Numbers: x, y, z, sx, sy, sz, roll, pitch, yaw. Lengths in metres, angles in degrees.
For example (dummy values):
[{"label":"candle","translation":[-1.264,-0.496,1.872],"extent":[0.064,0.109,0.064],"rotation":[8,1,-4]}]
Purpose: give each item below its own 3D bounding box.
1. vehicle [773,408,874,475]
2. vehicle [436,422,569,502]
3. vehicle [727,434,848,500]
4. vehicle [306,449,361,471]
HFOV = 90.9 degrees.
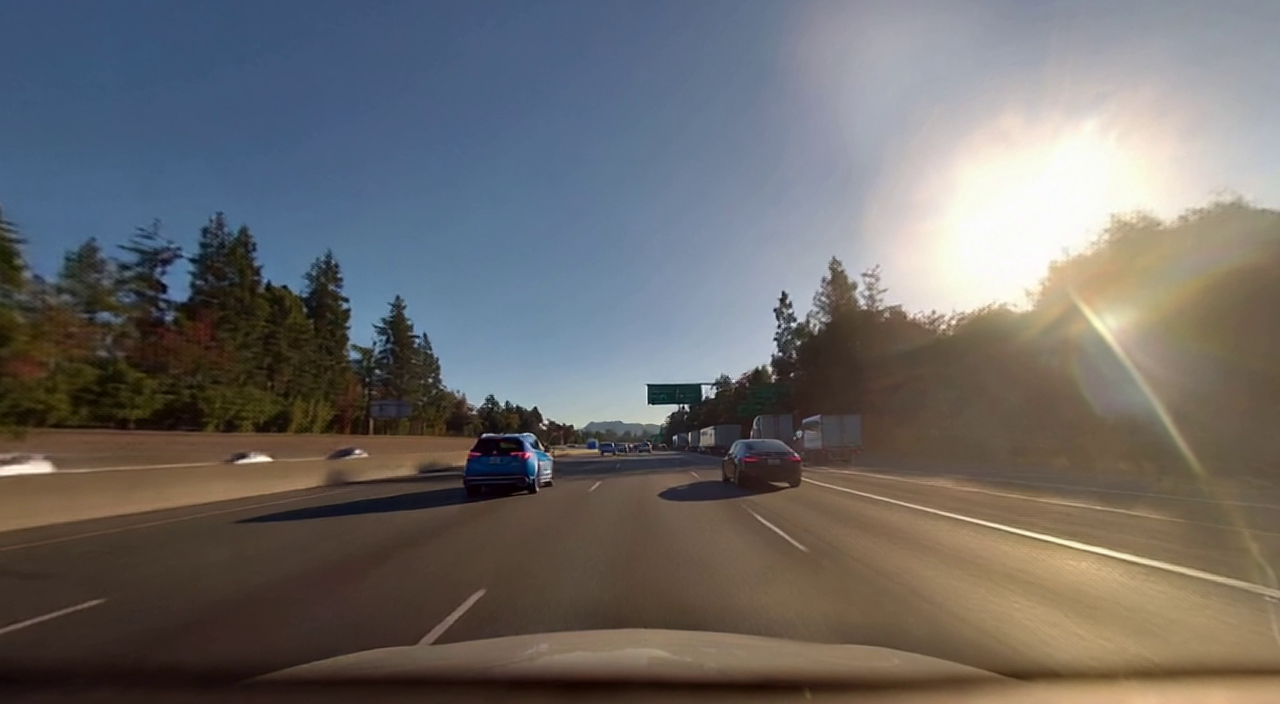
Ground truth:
[{"label":"vehicle","translation":[7.800,3.893,27.448],"extent":[2.729,2.628,4.875],"rotation":[0,-9,-2]},{"label":"vehicle","translation":[-3.381,2.867,16.790],"extent":[2.218,1.764,5.229],"rotation":[0,-9,2]},{"label":"vehicle","translation":[3.705,3.000,16.830],"extent":[2.080,1.493,4.674],"rotation":[0,-9,0]},{"label":"vehicle","translation":[-22.588,7.943,46.682],"extent":[1.840,1.492,4.423],"rotation":[0,-9,1]}]
